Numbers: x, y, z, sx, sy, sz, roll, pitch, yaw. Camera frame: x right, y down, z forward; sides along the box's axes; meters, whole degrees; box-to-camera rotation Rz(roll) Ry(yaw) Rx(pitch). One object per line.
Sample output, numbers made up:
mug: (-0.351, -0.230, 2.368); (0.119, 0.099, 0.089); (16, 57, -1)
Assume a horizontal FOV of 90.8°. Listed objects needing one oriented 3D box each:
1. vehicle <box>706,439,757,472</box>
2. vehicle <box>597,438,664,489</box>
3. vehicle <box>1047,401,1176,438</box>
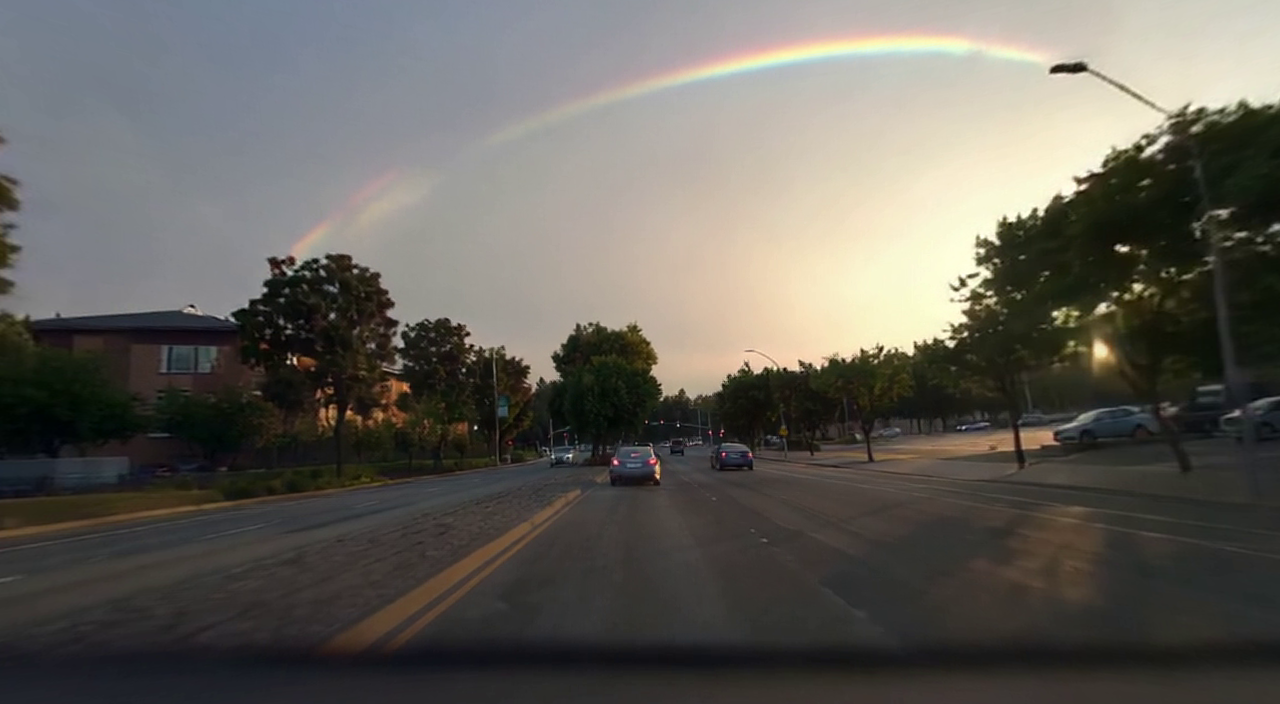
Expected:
vehicle: (4.761, 5.462, 33.475); (1.987, 1.613, 4.081); (0, -9, -1)
vehicle: (-0.292, 3.943, 22.678); (2.181, 1.639, 4.127); (-1, -9, 1)
vehicle: (22.399, 3.245, 30.154); (4.531, 1.432, 1.949); (-3, -9, -1)
